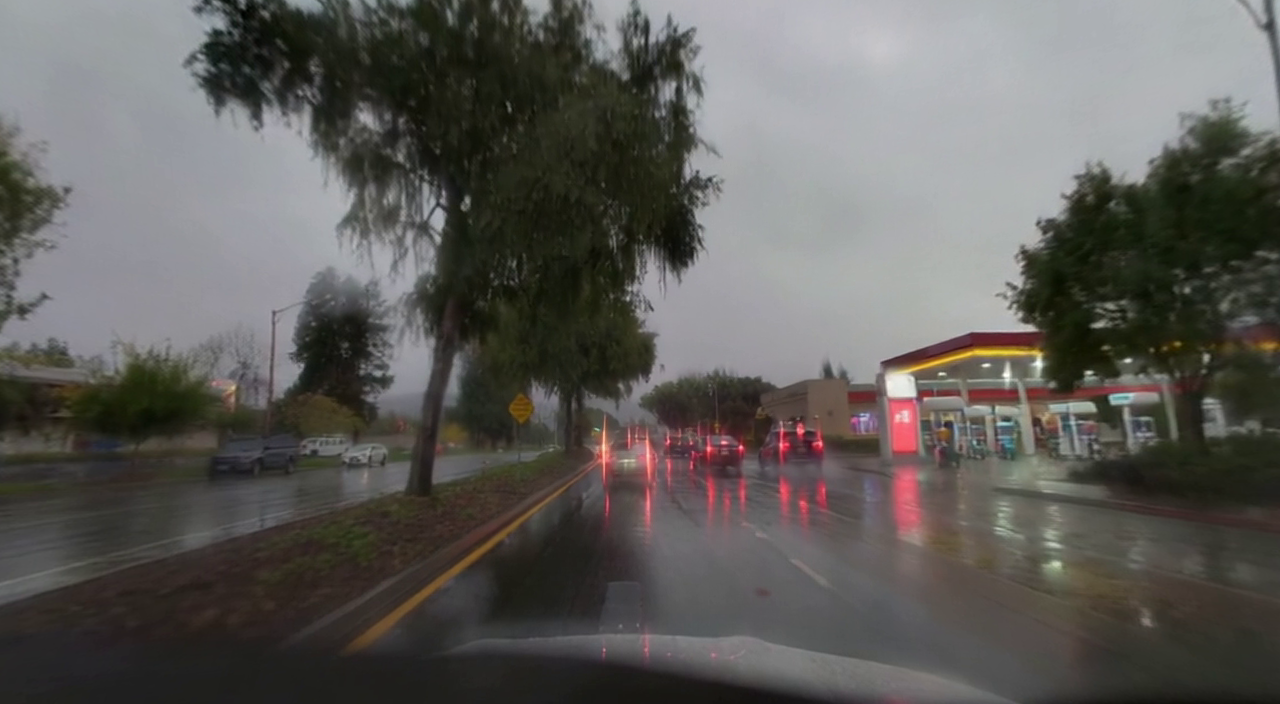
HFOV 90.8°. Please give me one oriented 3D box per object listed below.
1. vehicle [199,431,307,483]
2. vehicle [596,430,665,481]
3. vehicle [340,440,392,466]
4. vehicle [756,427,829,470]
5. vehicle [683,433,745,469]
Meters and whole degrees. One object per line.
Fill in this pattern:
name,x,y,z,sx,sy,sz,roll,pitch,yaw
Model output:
vehicle,-19.083,5.116,31.510,2.222,2.141,5.390,-1,-6,-3
vehicle,-0.268,3.351,20.681,2.052,1.488,3.779,0,-8,1
vehicle,-19.469,7.162,45.029,1.903,1.706,3.994,0,-8,0
vehicle,6.803,4.376,28.746,2.117,1.757,4.969,0,-8,0
vehicle,3.214,4.415,28.455,2.124,1.476,4.730,0,-8,-1
